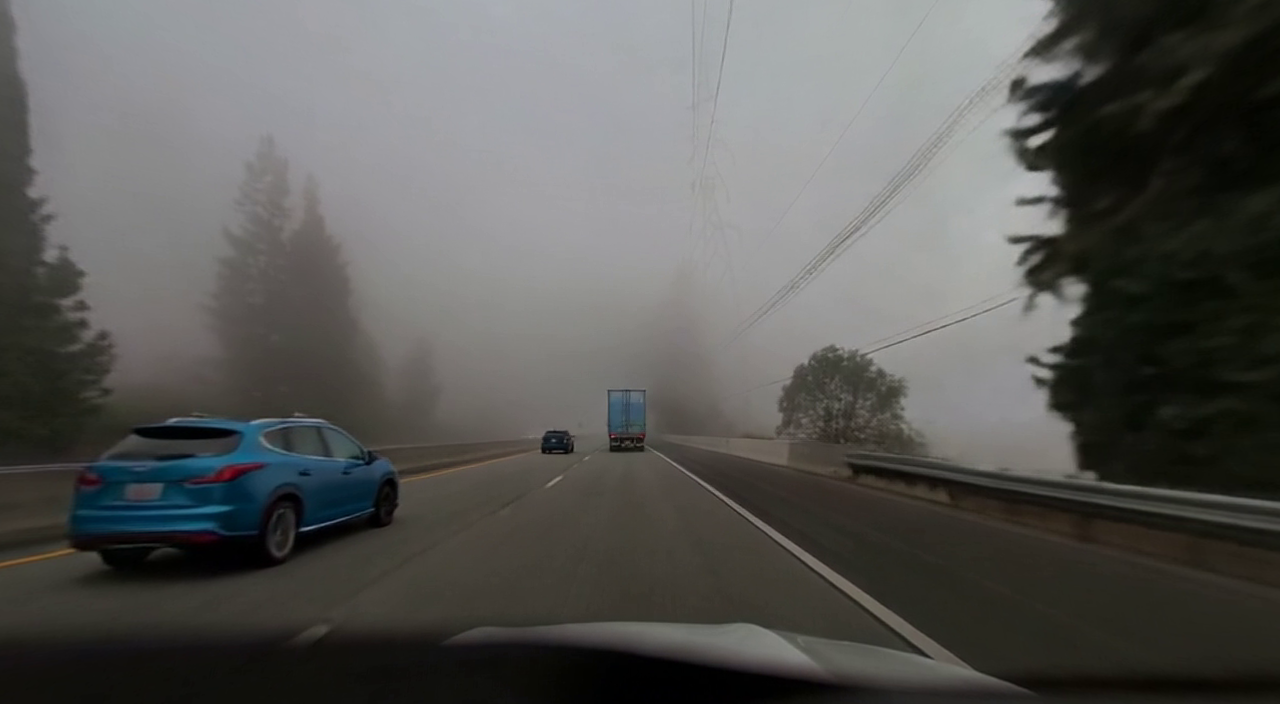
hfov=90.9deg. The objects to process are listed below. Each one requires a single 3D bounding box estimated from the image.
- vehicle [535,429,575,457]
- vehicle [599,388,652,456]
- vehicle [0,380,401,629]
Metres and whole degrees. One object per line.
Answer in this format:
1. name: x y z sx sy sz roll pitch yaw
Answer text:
1. vehicle: -5.048 5.466 38.084 1.934 1.549 4.194 0 -8 -2
2. vehicle: -0.955 4.597 40.666 2.955 3.851 9.915 0 -8 -1
3. vehicle: -4.351 1.290 6.417 2.117 1.618 4.480 0 -8 -1
